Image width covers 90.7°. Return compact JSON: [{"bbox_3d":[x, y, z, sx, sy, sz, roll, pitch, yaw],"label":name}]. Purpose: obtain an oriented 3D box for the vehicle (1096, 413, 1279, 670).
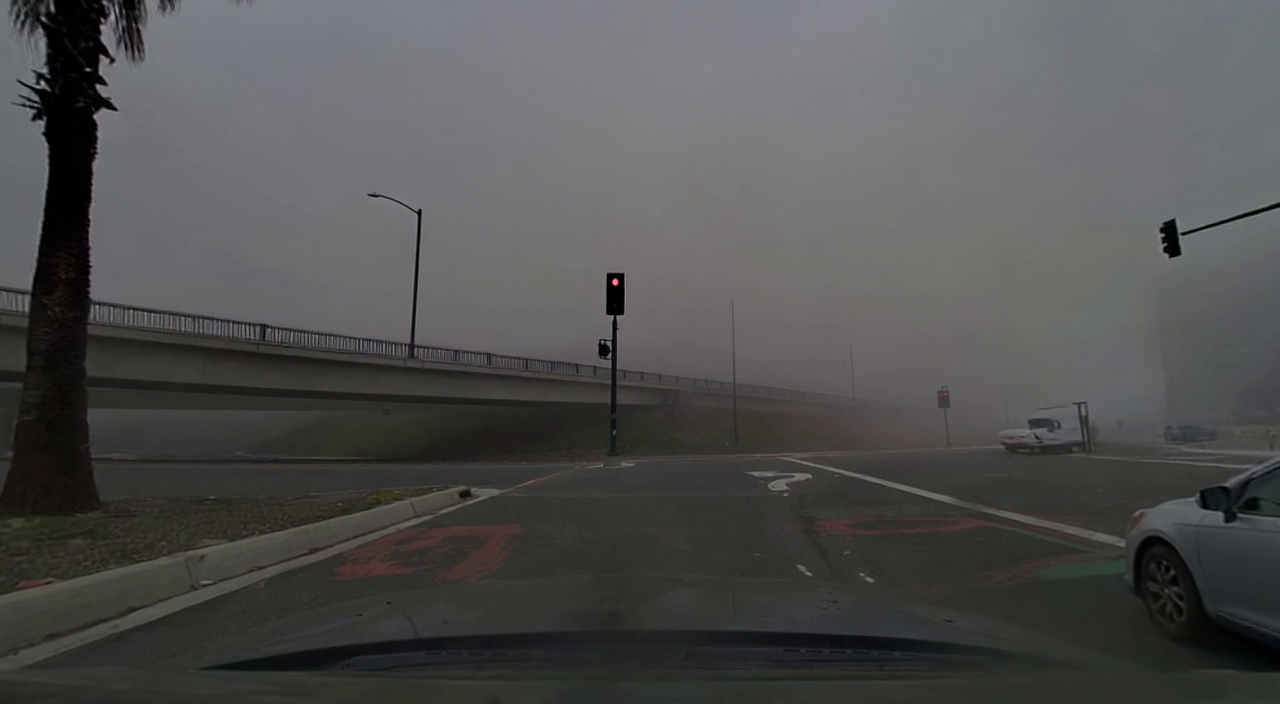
[{"bbox_3d":[4.594,1.012,3.067,1.959,1.485,4.628,-2,-9,10],"label":"vehicle"}]
